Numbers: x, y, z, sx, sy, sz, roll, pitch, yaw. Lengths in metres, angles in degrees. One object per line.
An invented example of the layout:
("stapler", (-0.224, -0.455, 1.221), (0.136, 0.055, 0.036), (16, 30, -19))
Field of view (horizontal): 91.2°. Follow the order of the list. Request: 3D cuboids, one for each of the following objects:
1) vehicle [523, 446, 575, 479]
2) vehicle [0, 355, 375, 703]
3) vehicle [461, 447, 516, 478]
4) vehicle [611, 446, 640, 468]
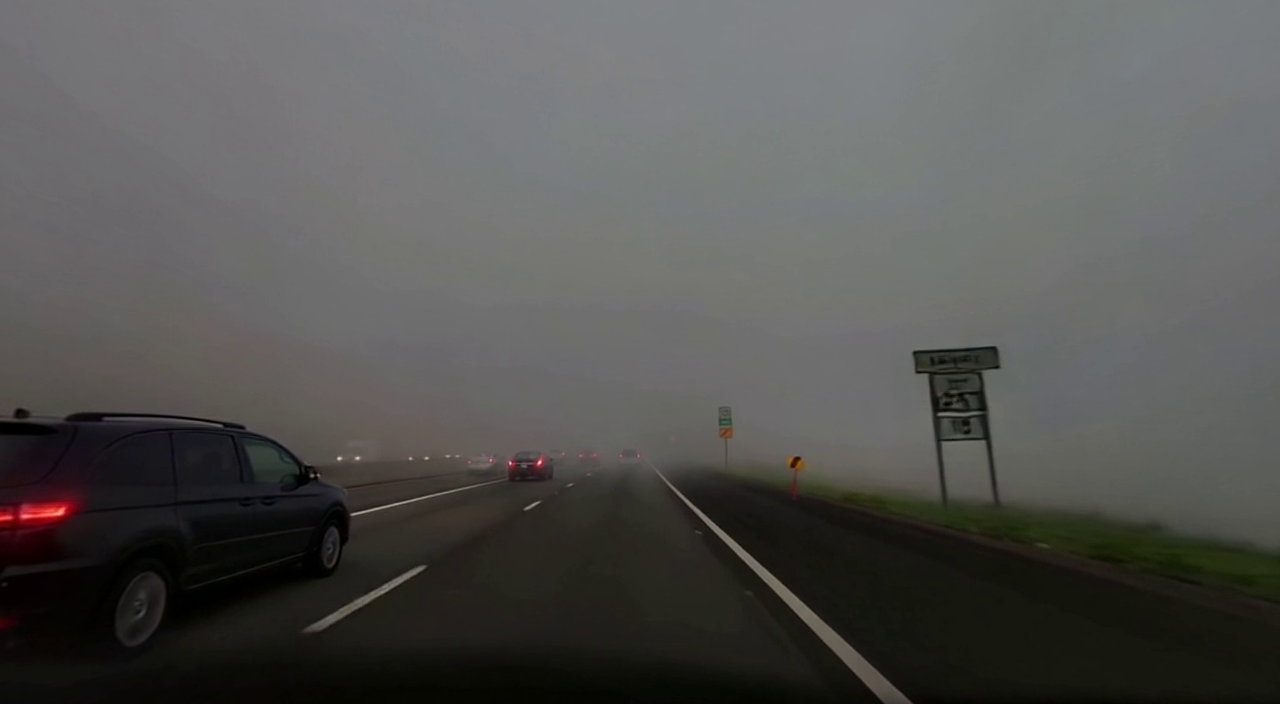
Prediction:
("vehicle", (-4.343, 5.351, 30.540), (1.988, 1.477, 4.118), (0, -9, -1))
("vehicle", (-4.077, 1.211, 4.831), (2.074, 1.779, 4.588), (0, -9, -1))
("vehicle", (-7.927, 5.782, 33.125), (1.936, 1.516, 3.904), (0, -9, -1))
("vehicle", (-1.057, 7.643, 45.629), (2.023, 1.479, 3.718), (0, -9, 0))
